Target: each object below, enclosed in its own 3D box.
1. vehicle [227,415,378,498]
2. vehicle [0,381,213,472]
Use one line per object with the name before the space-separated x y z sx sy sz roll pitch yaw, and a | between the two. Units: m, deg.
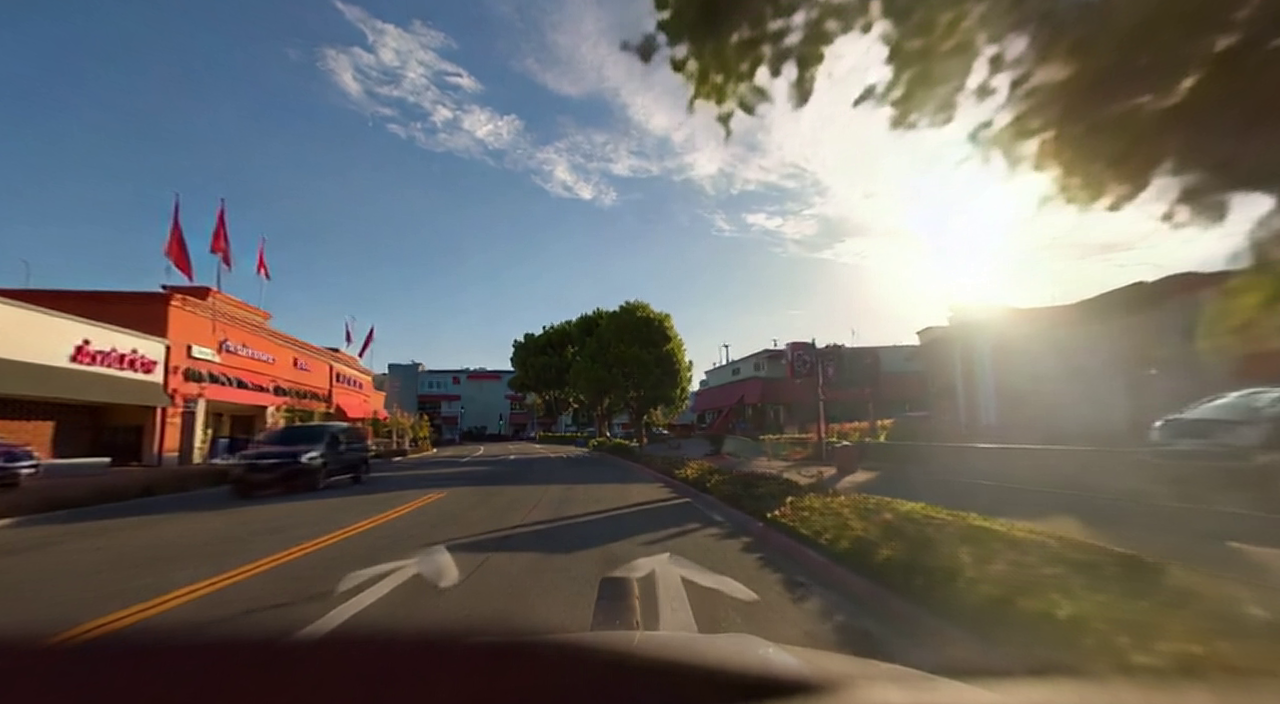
vehicle | -8.735 2.710 16.825 2.026 1.882 4.277 1 -8 -7
vehicle | -22.946 3.055 25.720 8.479 3.396 3.021 3 -8 -23
